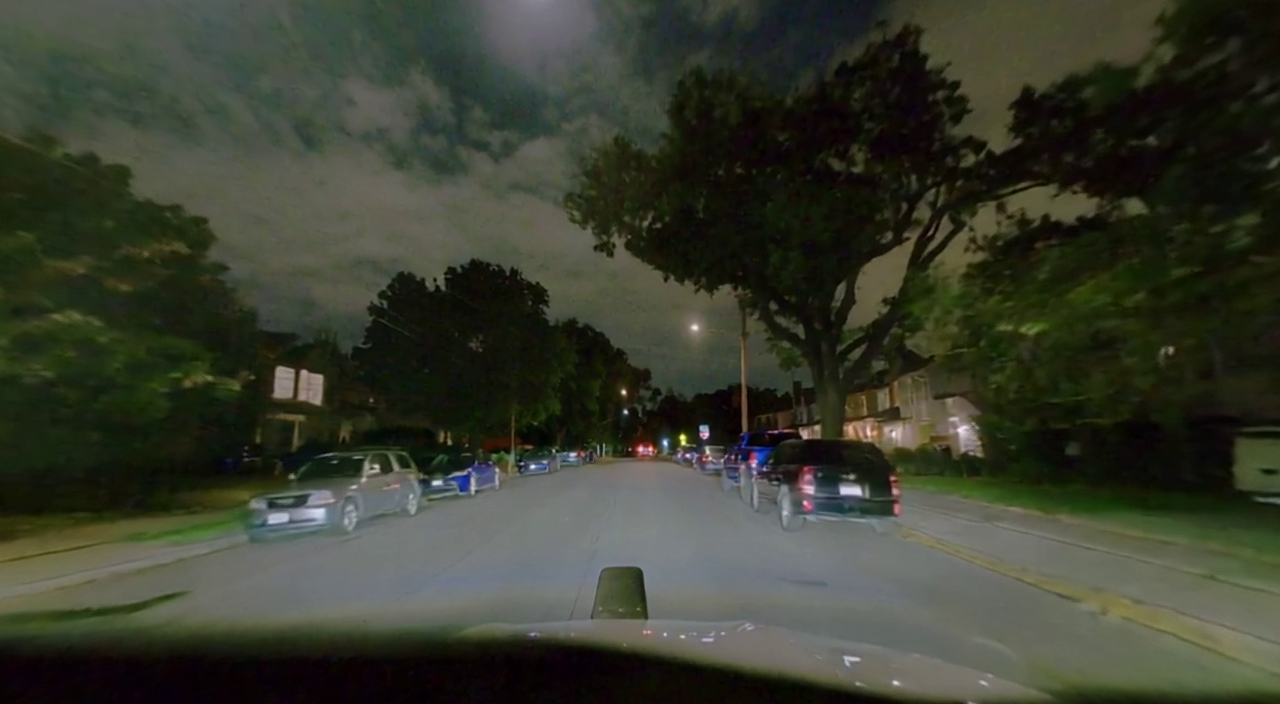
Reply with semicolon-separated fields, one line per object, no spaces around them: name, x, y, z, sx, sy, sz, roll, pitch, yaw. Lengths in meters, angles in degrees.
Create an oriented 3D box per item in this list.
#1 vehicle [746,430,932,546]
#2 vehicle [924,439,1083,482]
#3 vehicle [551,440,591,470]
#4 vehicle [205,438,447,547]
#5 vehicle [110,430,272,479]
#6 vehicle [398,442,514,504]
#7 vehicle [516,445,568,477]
vehicle;3.199;2.276;11.231;1.914;1.631;4.558;0;-9;1
vehicle;13.741;4.119;23.984;4.775;1.514;1.986;0;-9;1
vehicle;-4.686;7.112;43.592;2.162;1.857;4.758;2;-8;1
vehicle;-5.410;2.446;11.704;1.899;1.538;4.611;1;-9;3
vehicle;-17.459;3.999;24.610;4.731;1.817;2.025;0;-9;0
vehicle;-5.259;3.483;18.665;1.895;1.530;4.496;1;-8;2
vehicle;-5.164;5.771;33.570;1.872;1.515;4.535;1;-8;2
